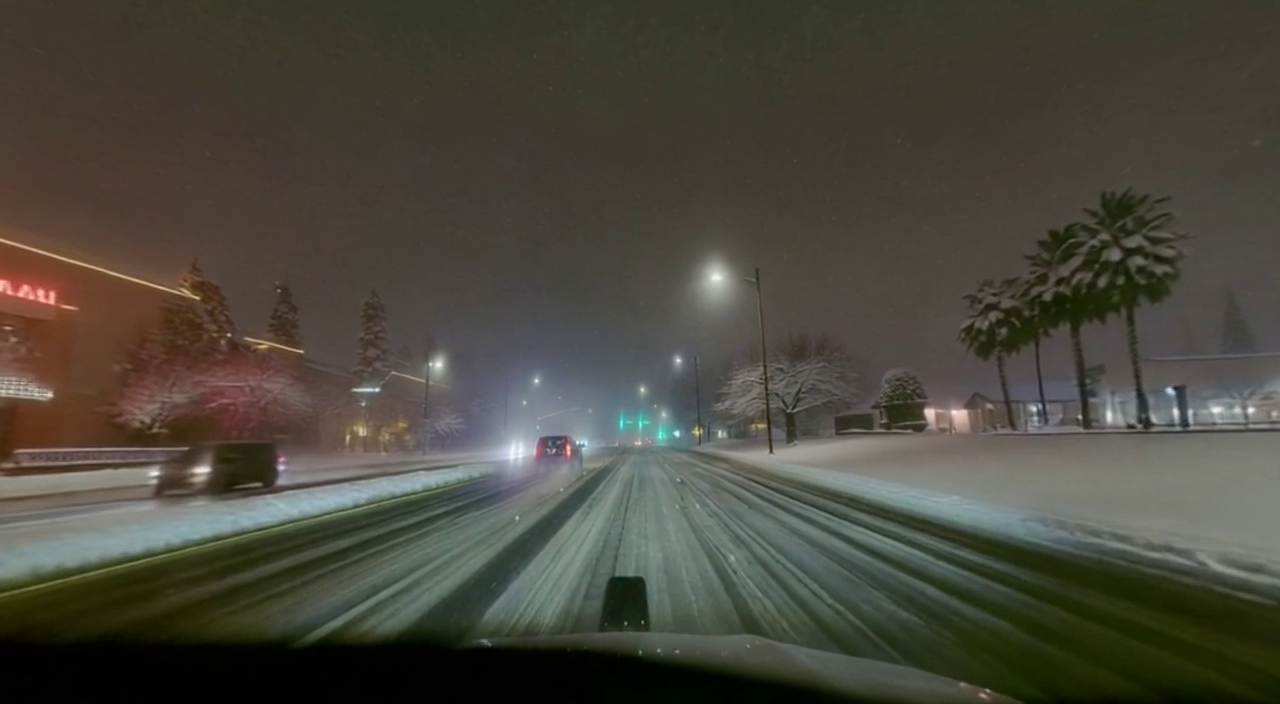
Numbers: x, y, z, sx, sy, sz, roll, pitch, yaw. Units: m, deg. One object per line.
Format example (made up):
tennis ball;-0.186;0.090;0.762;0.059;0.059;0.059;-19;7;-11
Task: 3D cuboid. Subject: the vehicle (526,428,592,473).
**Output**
vehicle;-3.242;4.072;26.219;2.062;1.693;4.669;0;-8;1

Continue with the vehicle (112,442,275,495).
vehicle;-14.355;3.734;20.679;2.075;1.526;4.403;0;-8;1
